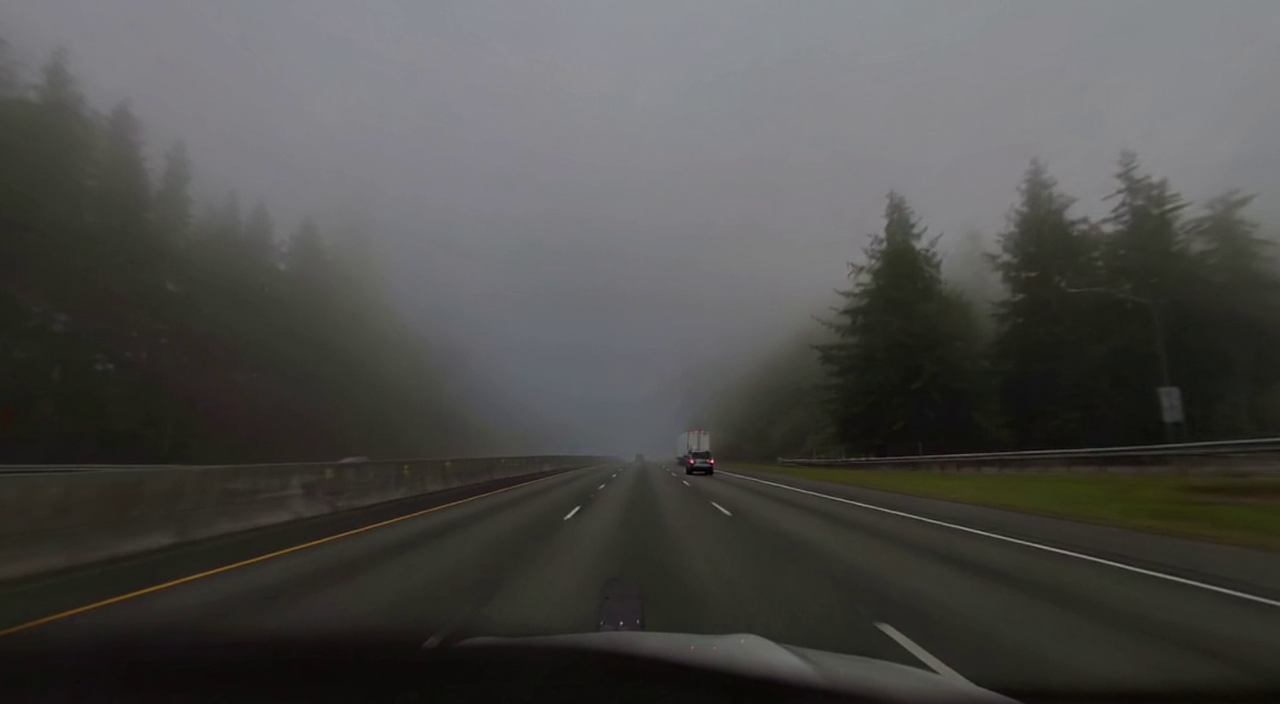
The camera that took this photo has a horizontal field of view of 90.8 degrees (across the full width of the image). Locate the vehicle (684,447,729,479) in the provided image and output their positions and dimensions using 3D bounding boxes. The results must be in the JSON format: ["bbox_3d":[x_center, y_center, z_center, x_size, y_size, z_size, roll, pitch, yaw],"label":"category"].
[{"bbox_3d":[3.619,6.119,35.025,2.019,1.601,3.953,0,-9,0],"label":"vehicle"}]
